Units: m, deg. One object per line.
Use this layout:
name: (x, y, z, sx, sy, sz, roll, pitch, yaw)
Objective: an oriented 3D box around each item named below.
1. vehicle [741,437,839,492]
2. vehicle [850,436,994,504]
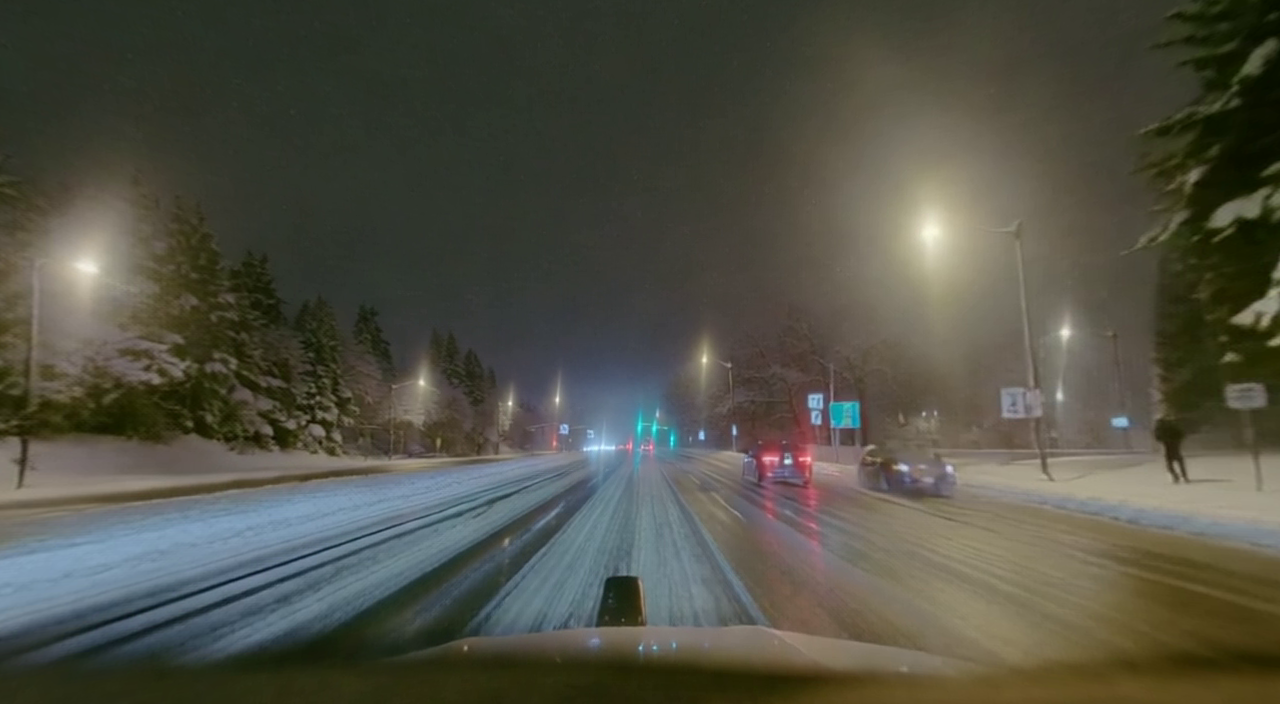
vehicle: (4.502, 3.436, 19.521, 1.913, 1.516, 4.322, 0, -9, -1)
vehicle: (7.718, 3.254, 17.864, 2.063, 1.625, 5.102, -1, -9, 5)
